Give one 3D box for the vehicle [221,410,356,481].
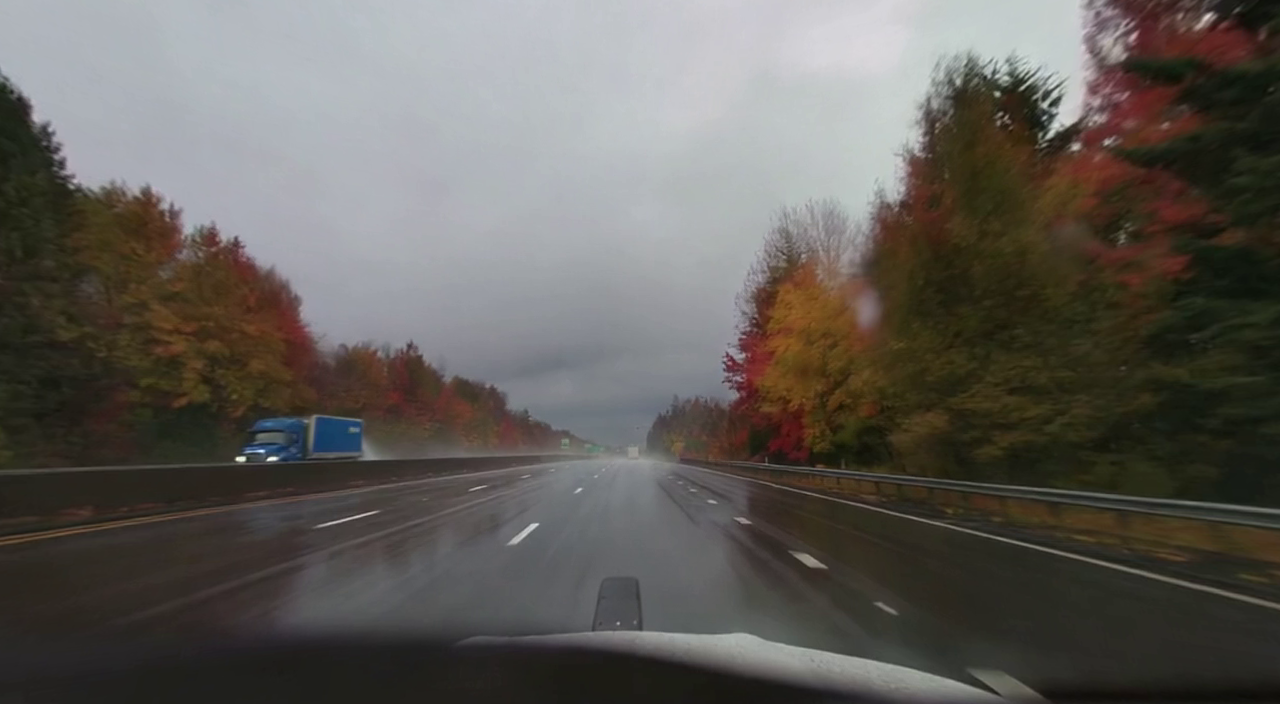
[{"bbox_3d":[-20.513,5.579,37.443,2.992,3.684,8.774,0,-9,0],"label":"vehicle"}]
